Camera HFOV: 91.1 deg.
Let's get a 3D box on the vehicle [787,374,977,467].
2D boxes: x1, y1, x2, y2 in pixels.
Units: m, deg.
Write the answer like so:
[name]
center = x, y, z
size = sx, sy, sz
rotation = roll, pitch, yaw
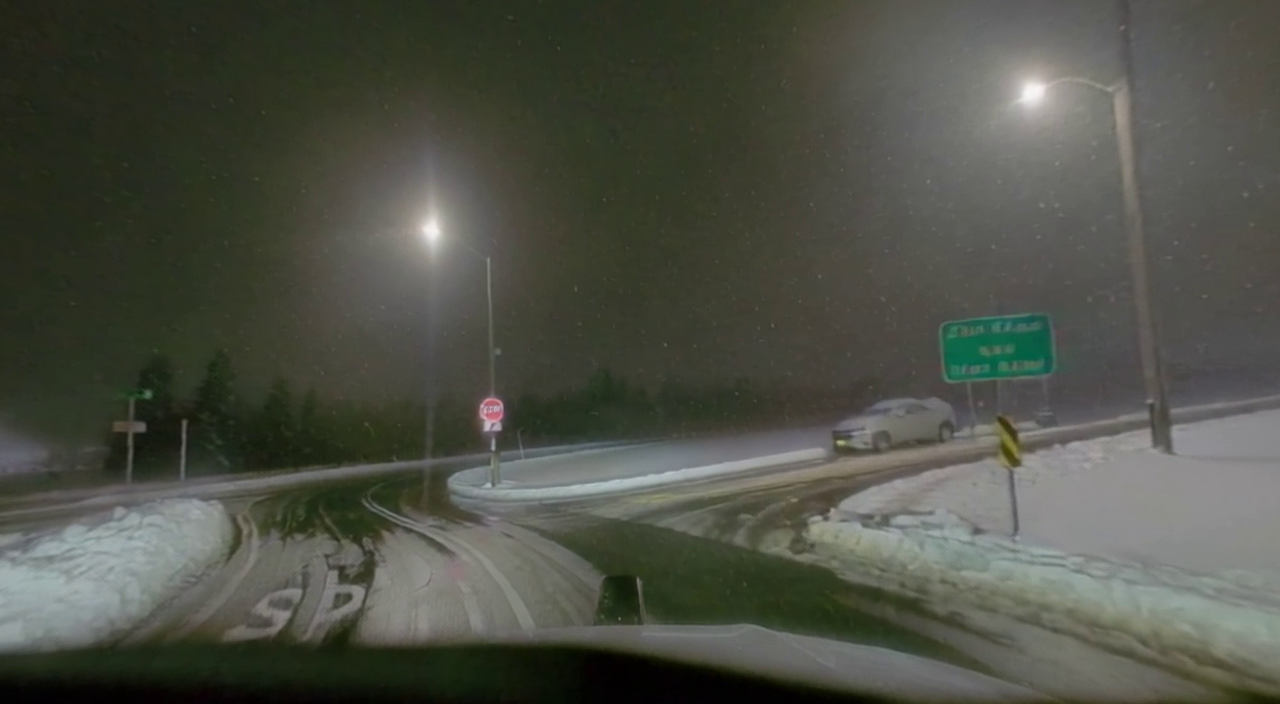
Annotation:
[vehicle]
center = 6.349, 1.756, 16.469
size = 4.403, 1.574, 1.914
rotation = -8, -4, -25
